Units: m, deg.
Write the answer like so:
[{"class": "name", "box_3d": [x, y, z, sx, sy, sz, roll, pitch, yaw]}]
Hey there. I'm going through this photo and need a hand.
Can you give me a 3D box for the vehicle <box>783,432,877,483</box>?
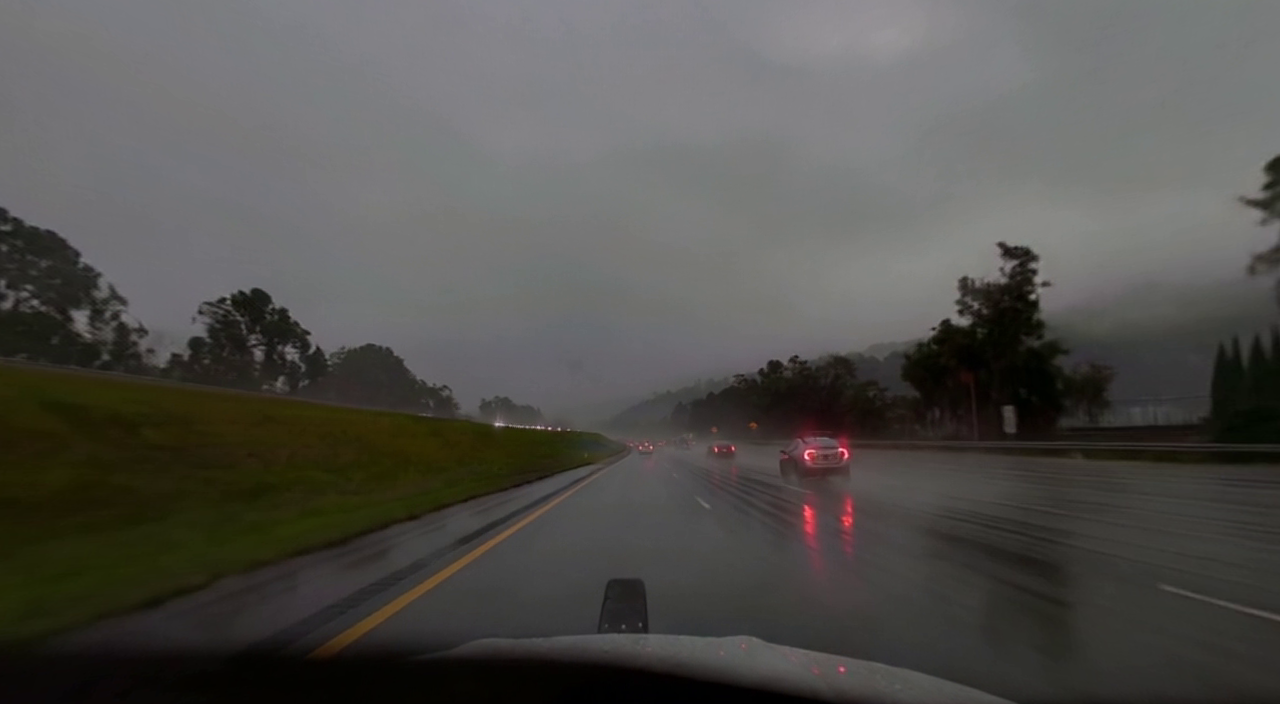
[{"class": "vehicle", "box_3d": [7.035, 3.950, 23.830, 2.048, 1.697, 4.689, 0, -8, 0]}]
